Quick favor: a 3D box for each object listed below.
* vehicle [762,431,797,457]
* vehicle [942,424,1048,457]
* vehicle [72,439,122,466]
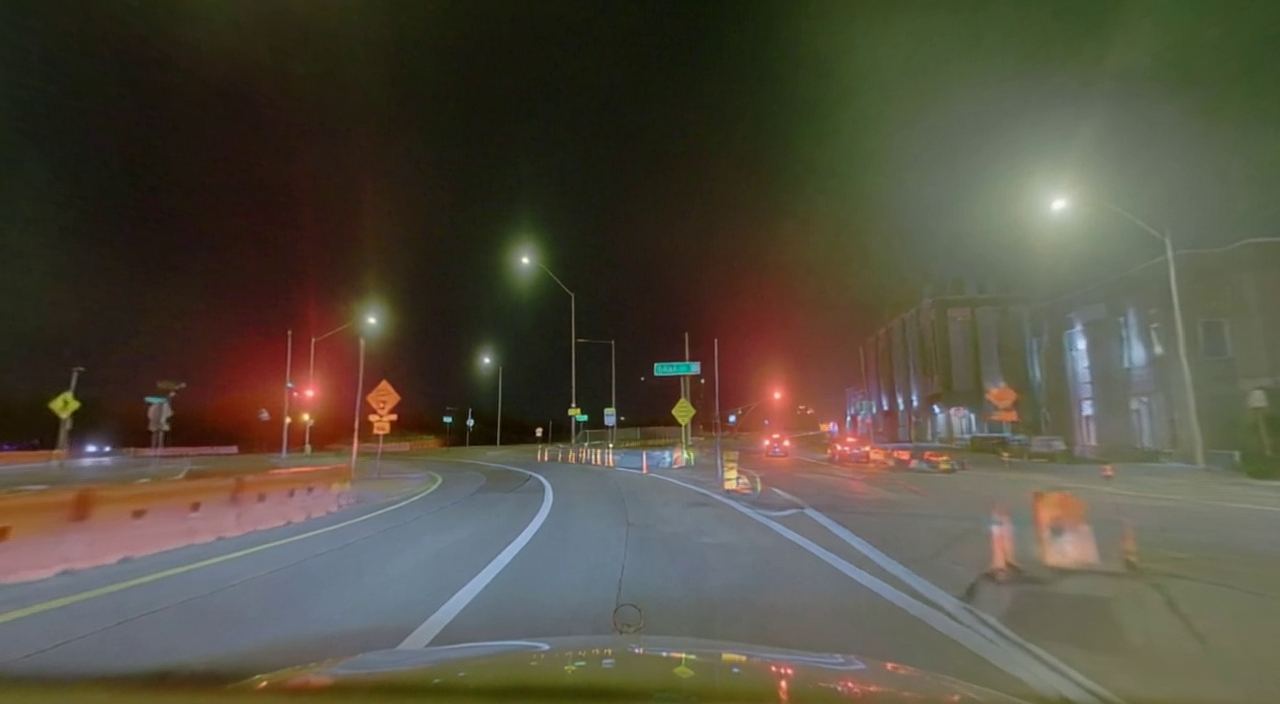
[{"bbox_3d":[10.219,6.797,46.532,2.150,1.779,4.423,-1,-9,8],"label":"vehicle"},{"bbox_3d":[19.536,4.910,34.872,4.615,1.738,1.990,-1,-9,6],"label":"vehicle"},{"bbox_3d":[-37.493,6.889,43.448,2.159,1.734,4.292,8,-12,-44],"label":"vehicle"}]
